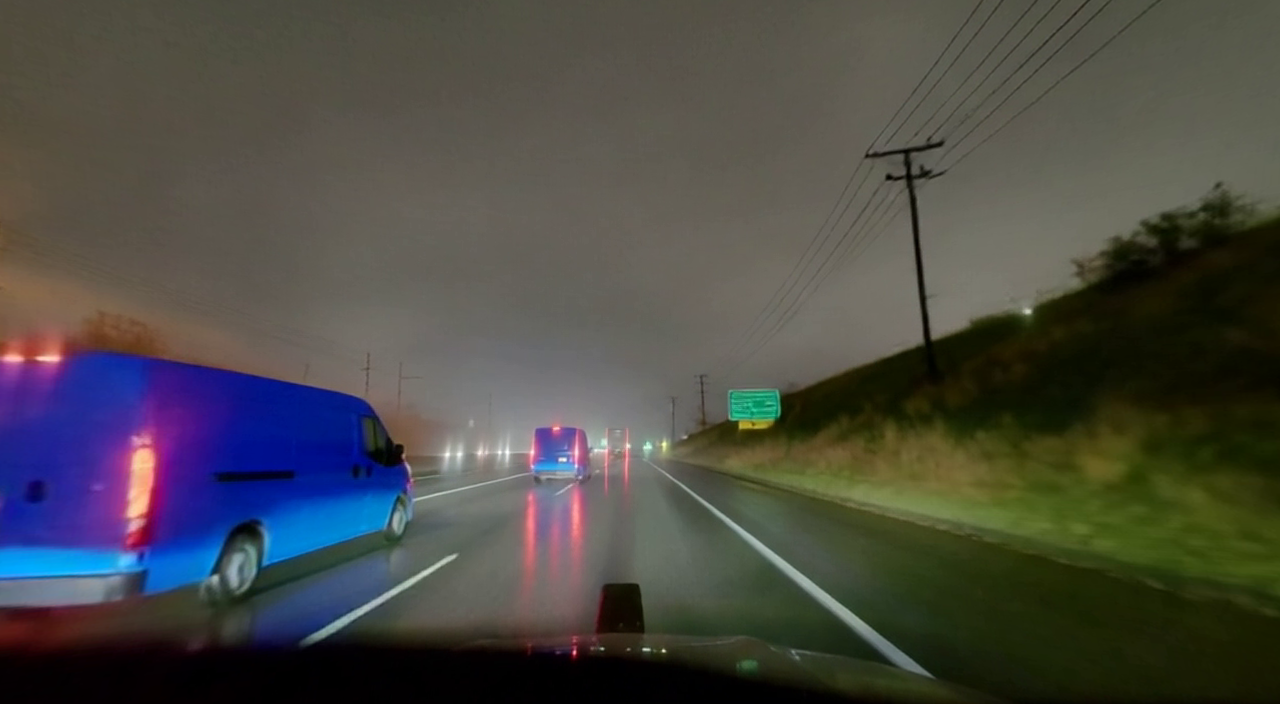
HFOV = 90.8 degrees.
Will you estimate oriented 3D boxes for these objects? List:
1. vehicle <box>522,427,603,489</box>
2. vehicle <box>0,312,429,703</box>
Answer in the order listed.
[{"bbox_3d":[-2.665,3.851,23.108,2.197,2.011,5.130,0,-9,1],"label":"vehicle"},{"bbox_3d":[-3.879,1.162,5.745,2.145,2.010,4.980,0,-9,0],"label":"vehicle"}]
